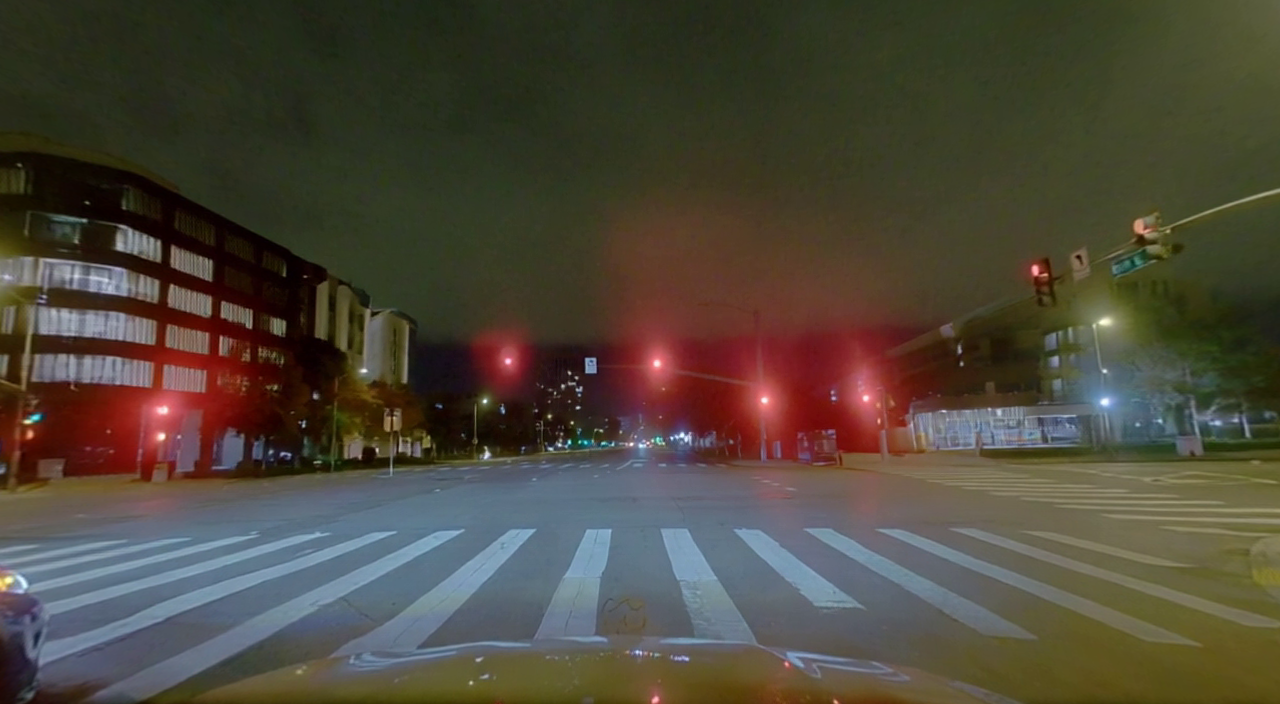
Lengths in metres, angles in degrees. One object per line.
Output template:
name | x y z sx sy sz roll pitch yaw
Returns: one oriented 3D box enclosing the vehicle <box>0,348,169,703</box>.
vehicle | -3.633 0.619 1.056 2.109 1.692 4.587 0 -8 0
